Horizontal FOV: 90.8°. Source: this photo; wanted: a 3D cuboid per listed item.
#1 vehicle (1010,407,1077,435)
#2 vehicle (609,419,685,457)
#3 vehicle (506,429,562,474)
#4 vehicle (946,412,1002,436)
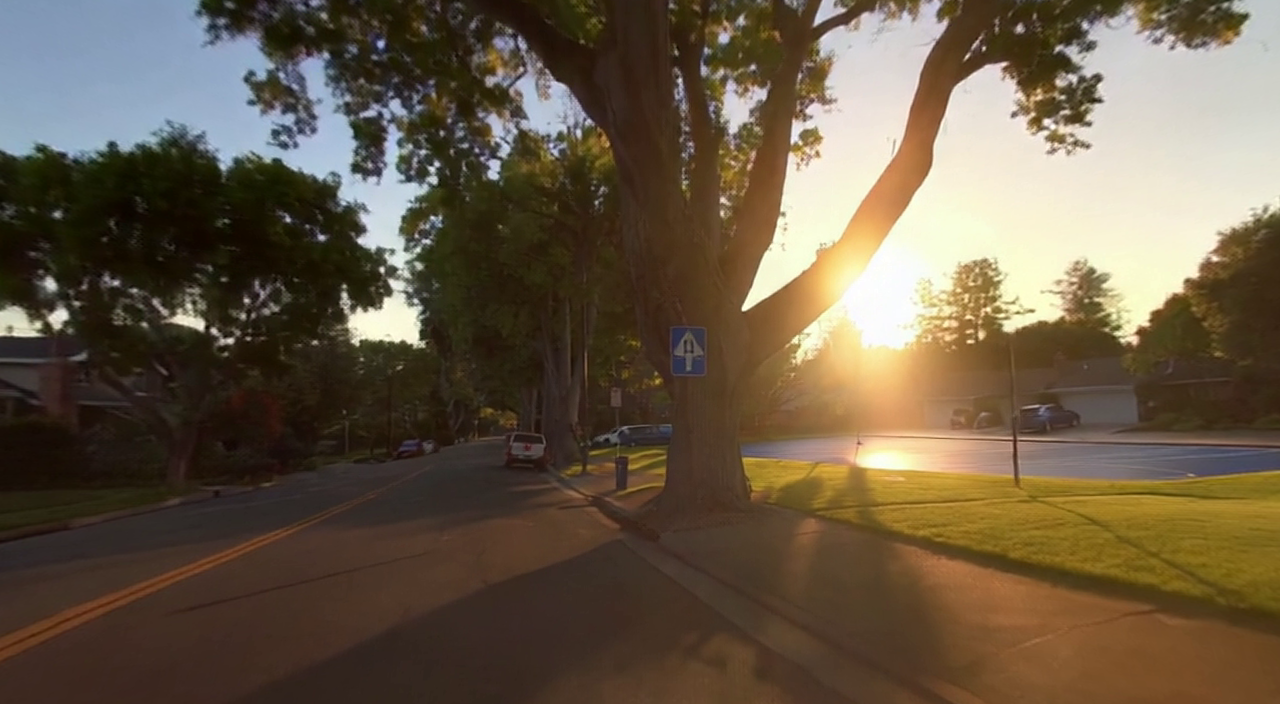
[{"bbox_3d":[25.121,4.343,39.306,4.481,1.634,1.973,6,-11,-37],"label":"vehicle"},{"bbox_3d":[0.488,5.155,38.013,1.954,1.696,4.390,-9,-5,44],"label":"vehicle"},{"bbox_3d":[-4.755,4.347,27.827,2.204,1.776,4.262,2,-9,-12],"label":"vehicle"},{"bbox_3d":[24.047,5.209,45.409,4.245,1.601,1.912,7,-11,-39],"label":"vehicle"}]
